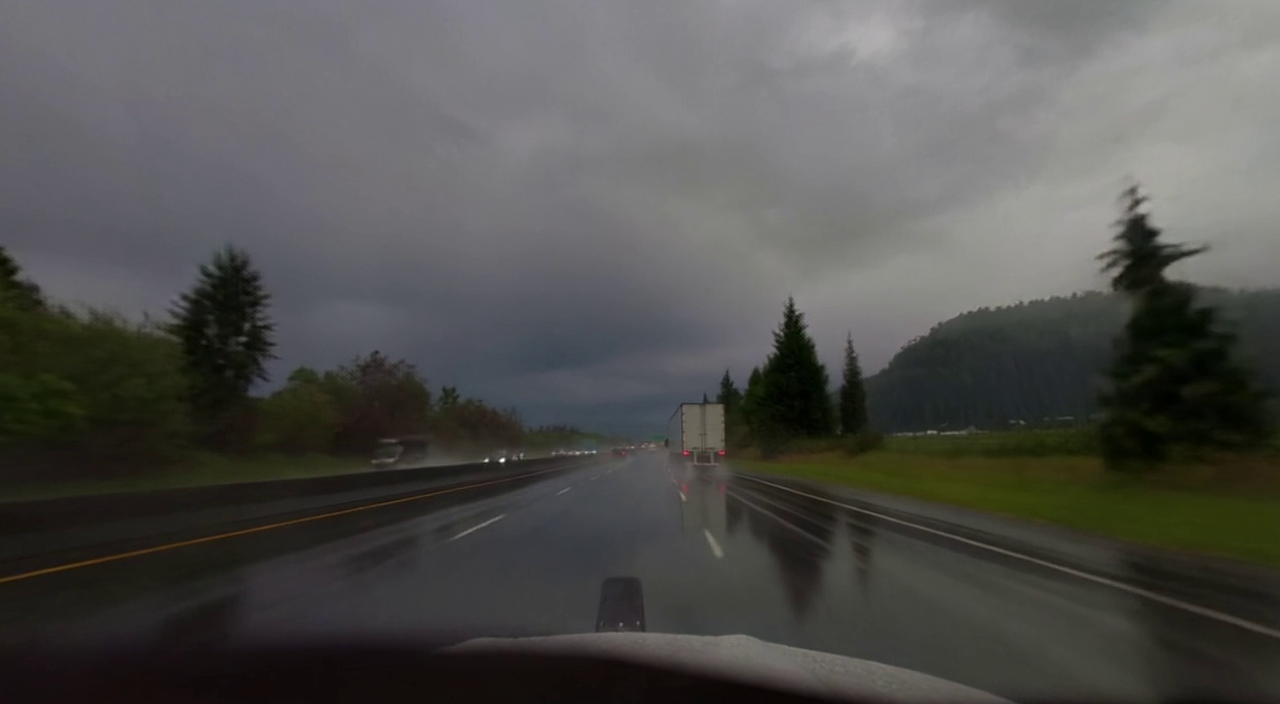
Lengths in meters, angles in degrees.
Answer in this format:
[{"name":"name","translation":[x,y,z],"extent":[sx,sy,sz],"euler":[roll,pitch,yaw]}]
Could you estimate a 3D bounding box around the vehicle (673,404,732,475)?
[{"name":"vehicle","translation":[3.953,6.192,43.531],"extent":[2.901,4.032,14.338],"euler":[0,-9,1]}]
